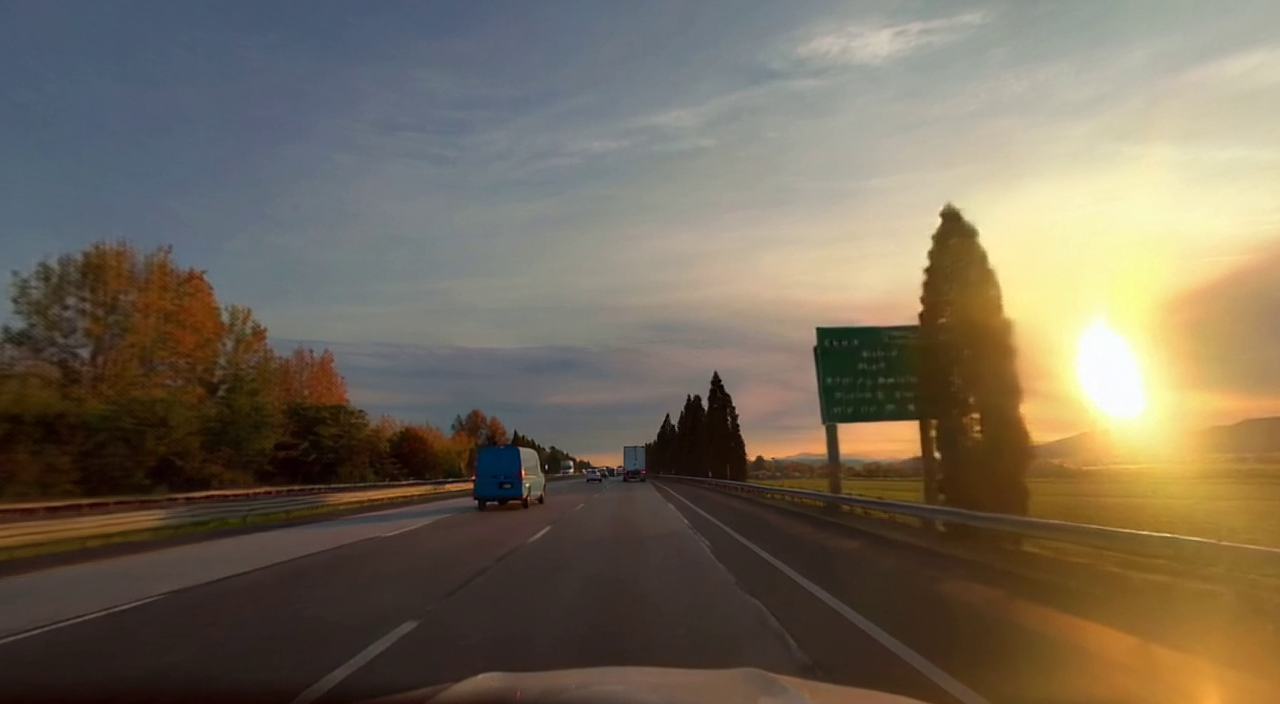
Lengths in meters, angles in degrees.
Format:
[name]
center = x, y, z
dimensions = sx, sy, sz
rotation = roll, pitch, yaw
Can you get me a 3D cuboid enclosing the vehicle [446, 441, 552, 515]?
[vehicle]
center = -4.203, 3.907, 19.762
dimensions = 2.208, 1.973, 4.716
rotation = 1, -10, 0
